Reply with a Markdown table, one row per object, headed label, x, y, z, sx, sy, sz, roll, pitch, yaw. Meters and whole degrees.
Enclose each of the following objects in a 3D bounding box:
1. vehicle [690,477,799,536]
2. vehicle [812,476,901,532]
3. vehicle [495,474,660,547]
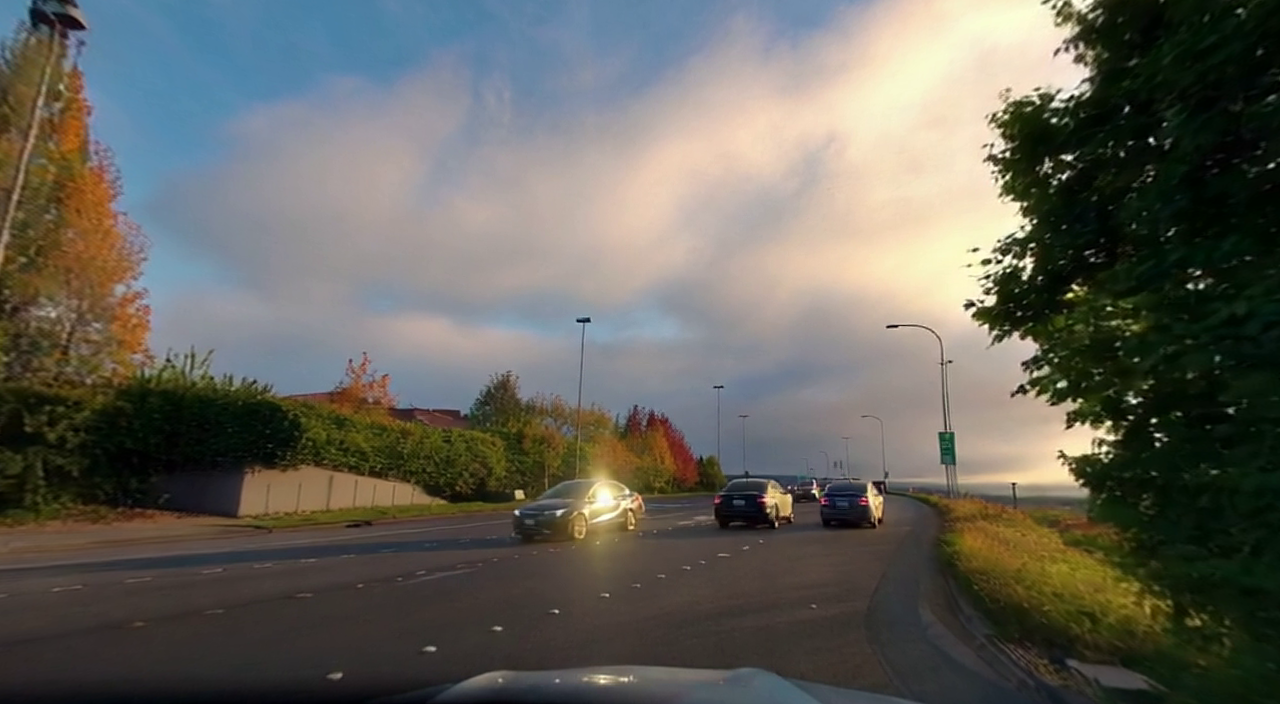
| label | x | y | z | sx | sy | sz | roll | pitch | yaw |
| --- | --- | --- | --- | --- | --- | --- | --- | --- | --- |
| vehicle | 3.320 | 4.601 | 19.231 | 2.030 | 1.441 | 4.806 | -4 | -12 | 25 |
| vehicle | 6.961 | 4.714 | 19.952 | 2.129 | 1.471 | 4.258 | -4 | -12 | 25 |
| vehicle | -1.405 | 3.974 | 16.390 | 2.107 | 1.502 | 4.705 | -4 | -12 | 25 |
